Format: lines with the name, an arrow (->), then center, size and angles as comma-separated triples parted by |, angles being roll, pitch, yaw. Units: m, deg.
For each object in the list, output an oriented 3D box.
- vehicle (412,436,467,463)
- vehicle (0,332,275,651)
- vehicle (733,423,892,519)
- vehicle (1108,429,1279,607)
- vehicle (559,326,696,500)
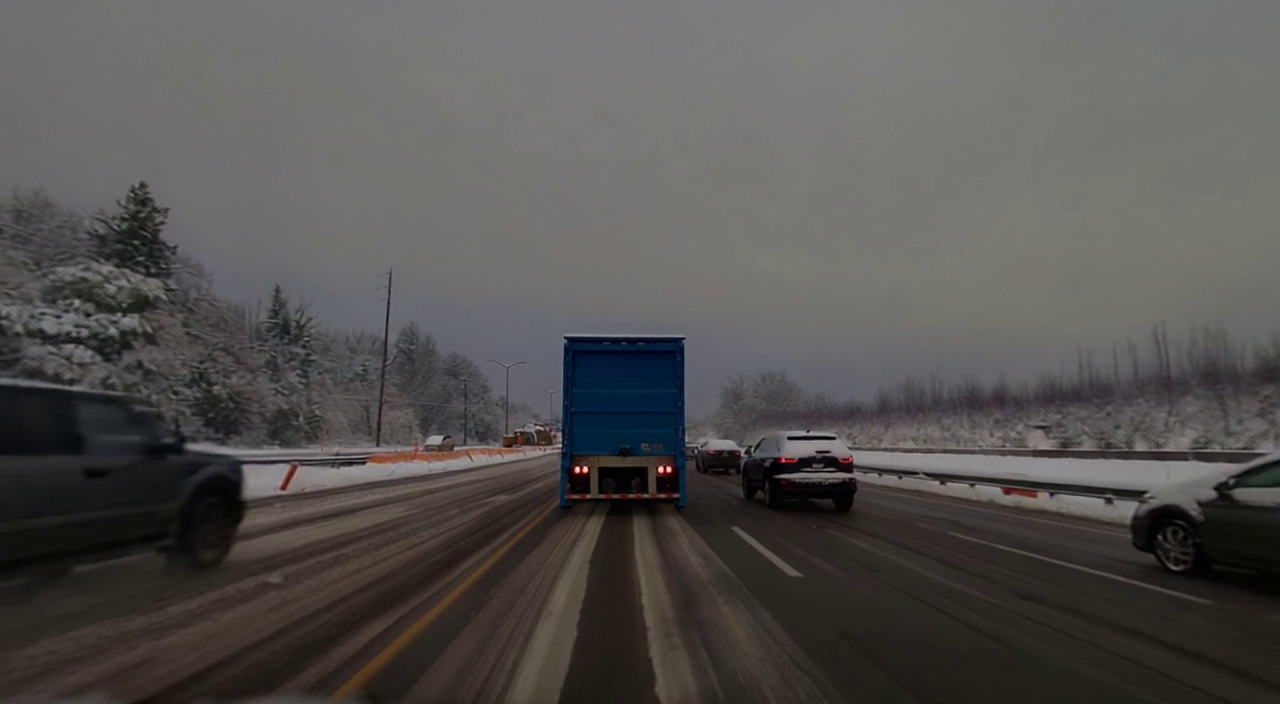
vehicle -> -14.018, 6.842, 44.274 | 2.054, 1.708, 4.663 | 2, -8, 3
vehicle -> -5.198, 0.829, 3.713 | 2.421, 1.965, 5.980 | 0, -9, 1
vehicle -> 3.459, 2.487, 13.605 | 2.103, 1.713, 4.173 | 1, -9, -2
vehicle -> 7.090, 1.475, 5.352 | 2.070, 1.632, 4.774 | 2, -9, -9
vehicle -> -0.440, 2.112, 19.364 | 3.067, 3.940, 10.154 | 1, -9, -2
